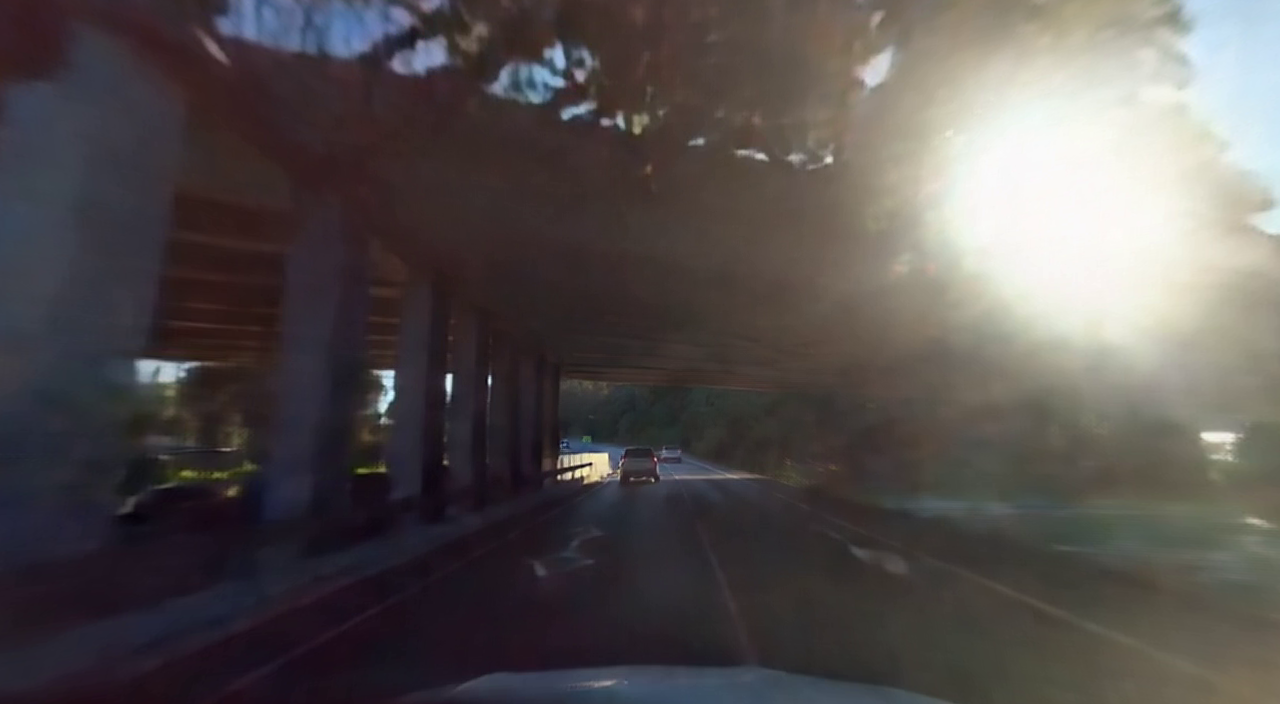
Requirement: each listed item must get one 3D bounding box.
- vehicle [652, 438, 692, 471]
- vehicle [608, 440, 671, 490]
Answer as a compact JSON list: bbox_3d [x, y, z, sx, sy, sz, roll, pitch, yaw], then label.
[{"bbox_3d":[2.011,6.662,41.186,2.273,2.010,4.396,0,-9,-2],"label":"vehicle"},{"bbox_3d":[0.031,3.993,22.483,2.037,1.601,3.643,0,-9,2],"label":"vehicle"}]
